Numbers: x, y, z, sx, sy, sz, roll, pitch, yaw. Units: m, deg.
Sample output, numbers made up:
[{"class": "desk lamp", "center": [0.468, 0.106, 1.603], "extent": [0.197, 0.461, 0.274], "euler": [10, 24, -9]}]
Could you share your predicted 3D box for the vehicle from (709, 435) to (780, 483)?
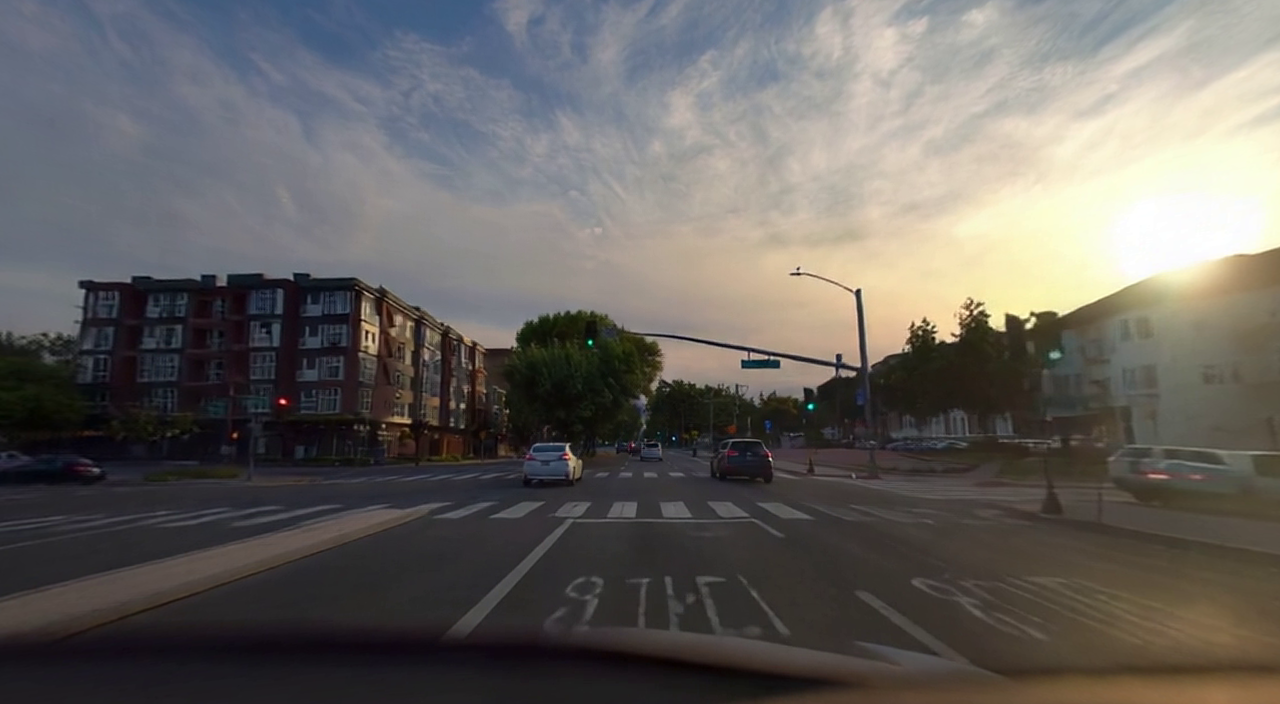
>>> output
[{"class": "vehicle", "center": [3.806, 3.965, 23.588], "extent": [1.987, 1.637, 3.896], "euler": [0, -9, 0]}]

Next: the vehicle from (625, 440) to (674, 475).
[{"class": "vehicle", "center": [0.422, 4.873, 29.334], "extent": [2.103, 1.468, 4.094], "euler": [0, -9, 0]}]

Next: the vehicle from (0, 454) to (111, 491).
[{"class": "vehicle", "center": [-26.580, 5.279, 27.780], "extent": [4.604, 1.491, 2.125], "euler": [0, -9, 0]}]

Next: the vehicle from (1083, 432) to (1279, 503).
[{"class": "vehicle", "center": [15.676, 3.192, 17.662], "extent": [4.921, 1.841, 1.957], "euler": [0, -9, 1]}]

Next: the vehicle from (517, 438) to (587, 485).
[{"class": "vehicle", "center": [-3.057, 3.896, 22.650], "extent": [1.860, 1.510, 4.073], "euler": [0, -9, 1]}]
